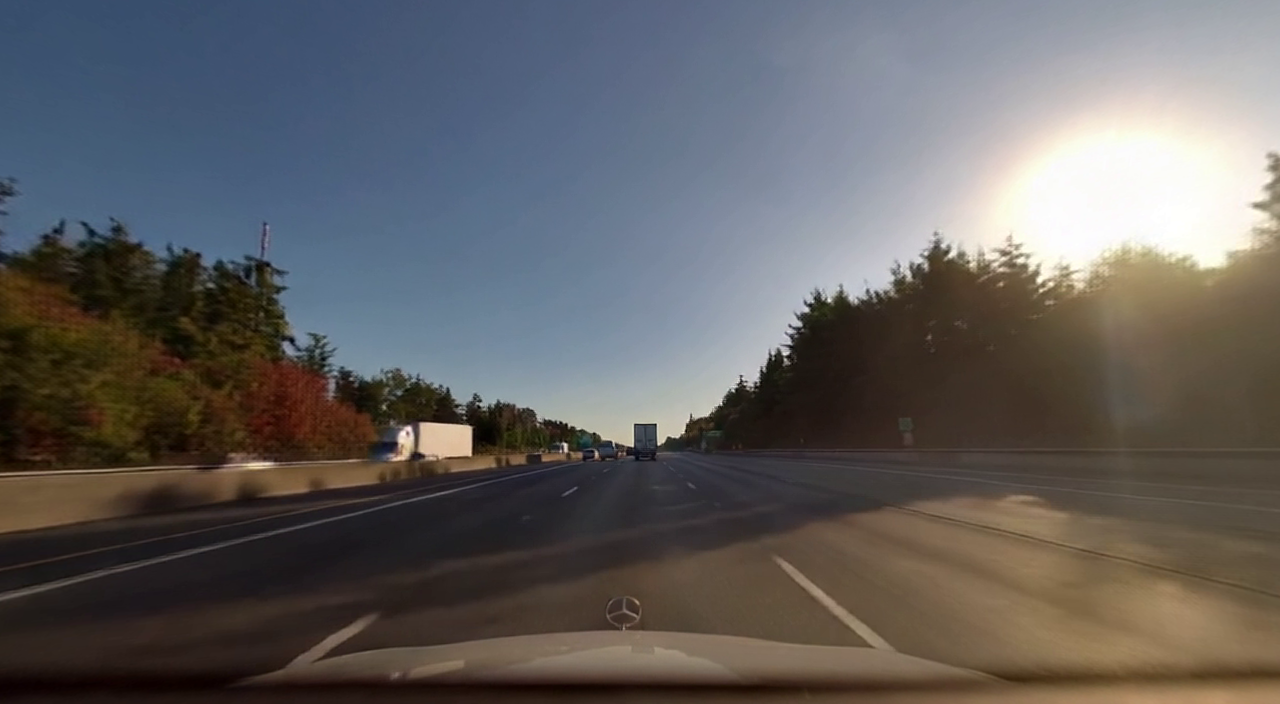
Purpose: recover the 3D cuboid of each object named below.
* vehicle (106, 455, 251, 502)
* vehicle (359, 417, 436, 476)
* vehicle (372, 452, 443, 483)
[{"bbox_3d":[-16.486,4.515,22.859,1.845,1.469,4.318,0,-9,2],"label":"vehicle"},{"bbox_3d":[-17.192,6.742,45.191,3.007,3.936,5.906,0,-8,1],"label":"vehicle"},{"bbox_3d":[-12.422,6.181,33.985,2.032,1.455,4.500,0,-9,1],"label":"vehicle"}]
